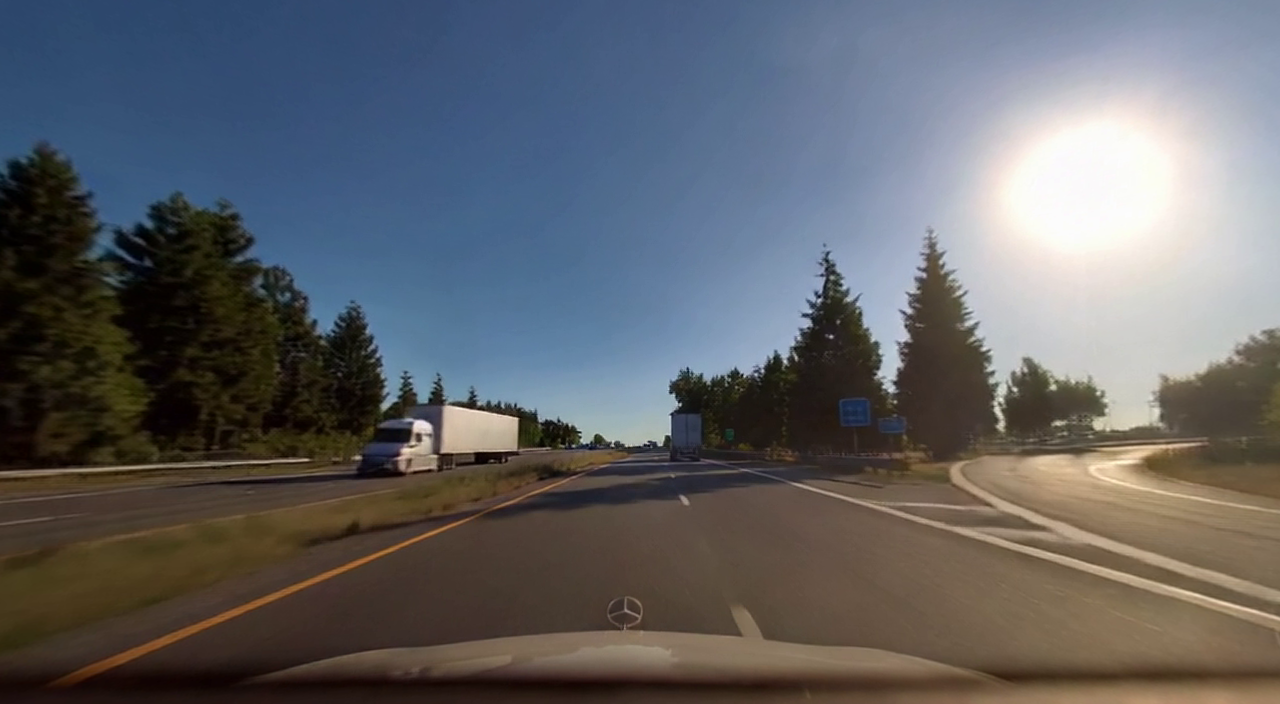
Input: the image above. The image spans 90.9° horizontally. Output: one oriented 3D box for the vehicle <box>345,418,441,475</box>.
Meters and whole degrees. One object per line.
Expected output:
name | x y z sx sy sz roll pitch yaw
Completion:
vehicle | -12.791 4.976 33.189 2.422 2.721 5.859 0 -9 2
